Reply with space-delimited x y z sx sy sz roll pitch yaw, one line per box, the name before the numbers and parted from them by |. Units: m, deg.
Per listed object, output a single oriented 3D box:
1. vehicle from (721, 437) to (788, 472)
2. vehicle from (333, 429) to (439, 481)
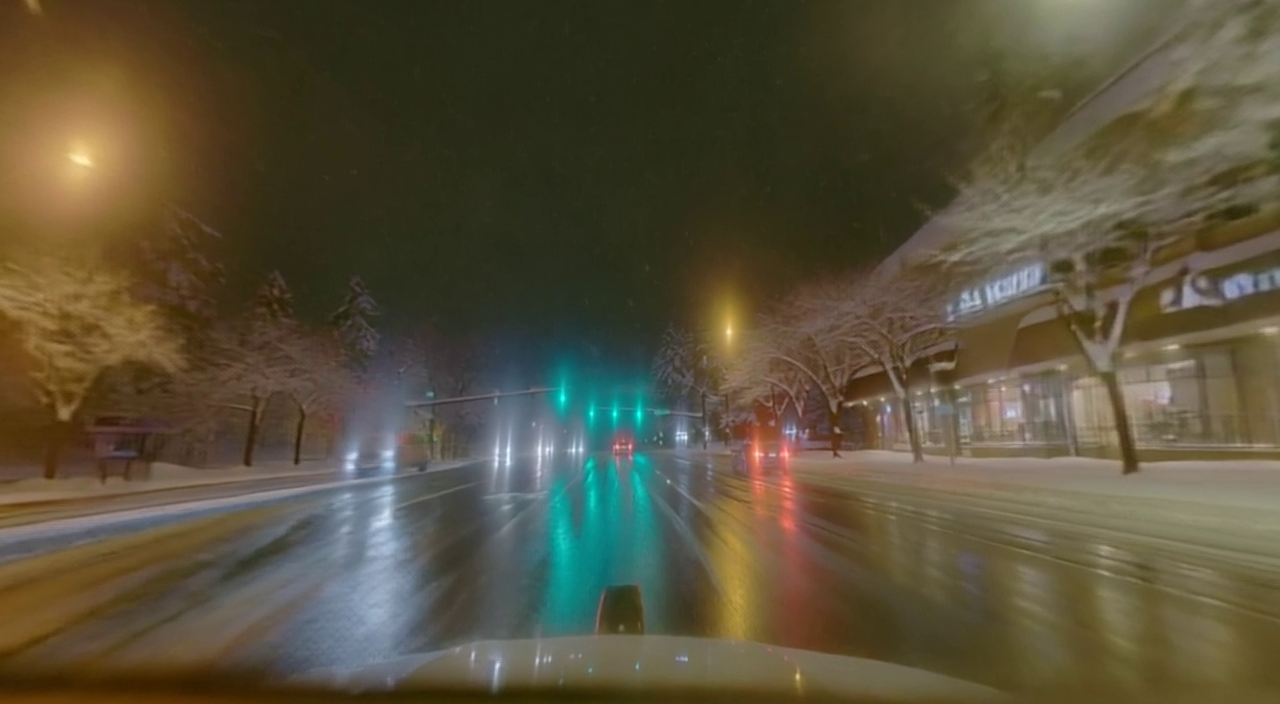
vehicle | 5.168 4.719 29.231 2.024 1.475 4.600 0 -8 -3
vehicle | -10.847 4.436 27.573 2.290 1.989 5.924 0 -8 -2
